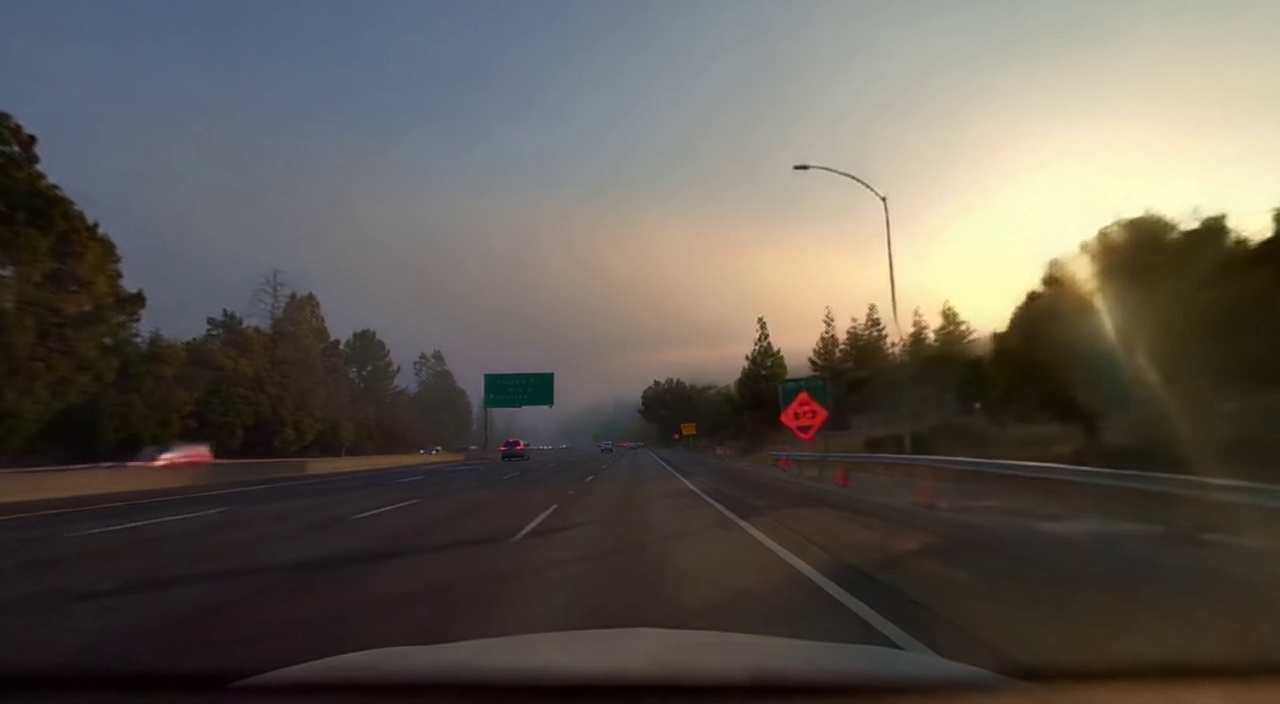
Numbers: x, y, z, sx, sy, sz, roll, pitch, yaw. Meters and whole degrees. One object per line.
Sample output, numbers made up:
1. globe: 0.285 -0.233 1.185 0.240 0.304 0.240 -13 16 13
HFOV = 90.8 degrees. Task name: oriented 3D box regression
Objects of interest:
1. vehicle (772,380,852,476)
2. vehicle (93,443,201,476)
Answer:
1. vehicle: 6.736 3.027 25.001 2.397 3.584 2.509 0 -8 1
2. vehicle: -24.830 5.412 32.041 1.863 1.515 4.482 0 -8 -1
